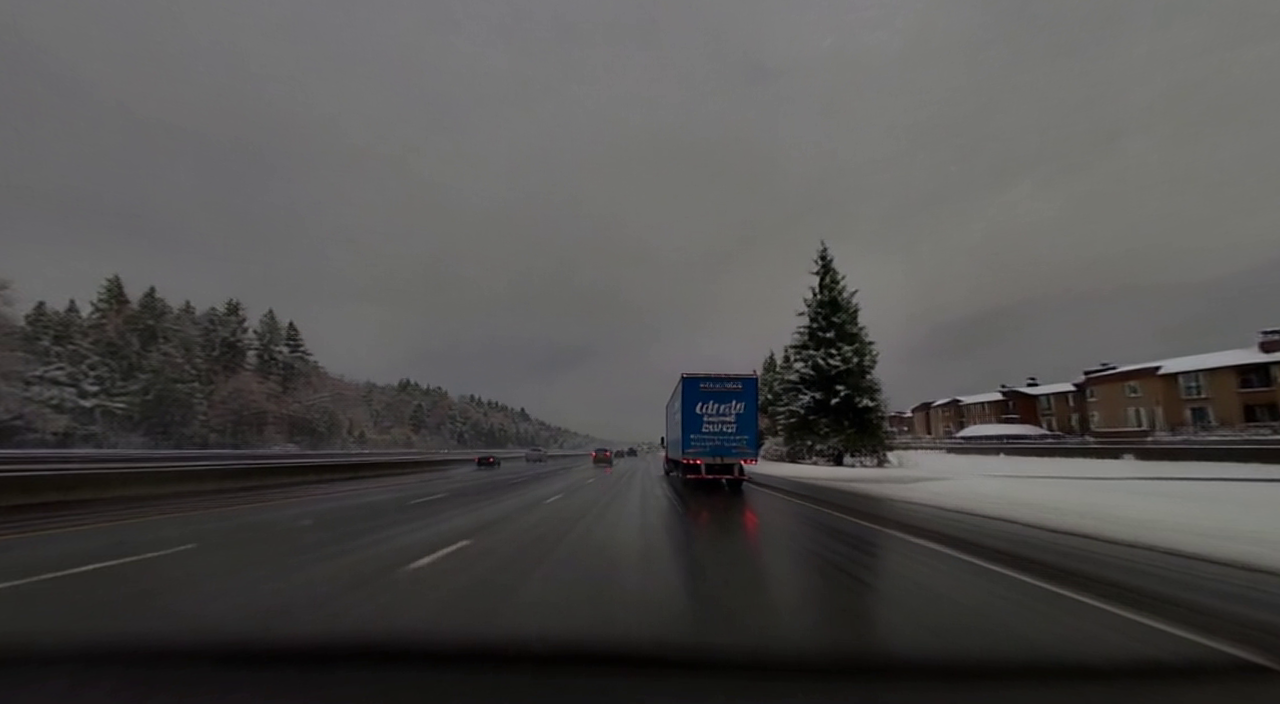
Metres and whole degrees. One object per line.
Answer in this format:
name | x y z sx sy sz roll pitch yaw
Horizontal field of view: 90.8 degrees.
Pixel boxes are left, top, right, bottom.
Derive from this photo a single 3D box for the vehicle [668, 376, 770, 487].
vehicle | 3.251 4.098 31.162 3.140 4.100 15.551 0 -9 0
